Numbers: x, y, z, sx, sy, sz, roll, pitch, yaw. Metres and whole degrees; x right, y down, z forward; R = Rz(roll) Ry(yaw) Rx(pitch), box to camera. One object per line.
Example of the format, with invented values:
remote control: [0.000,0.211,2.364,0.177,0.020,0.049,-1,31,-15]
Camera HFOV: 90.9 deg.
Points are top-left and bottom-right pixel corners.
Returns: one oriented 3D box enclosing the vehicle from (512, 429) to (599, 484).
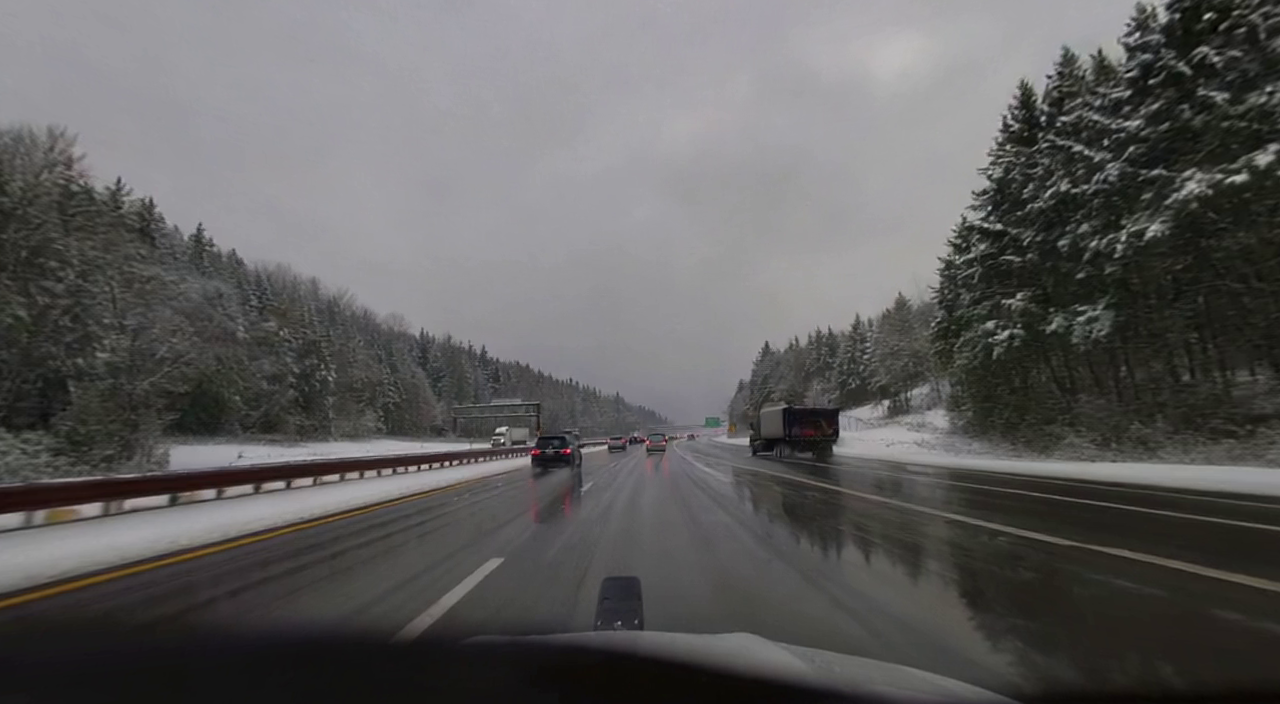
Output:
vehicle: [-2.659,3.394,20.945,2.137,1.618,4.209,0,-8,2]

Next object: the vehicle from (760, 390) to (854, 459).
vehicle: [10.509,4.815,41.072,2.999,3.901,10.127,0,-8,-2]

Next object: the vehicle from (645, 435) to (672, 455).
vehicle: [1.422,7.250,49.333,2.004,1.465,3.842,0,-8,1]
